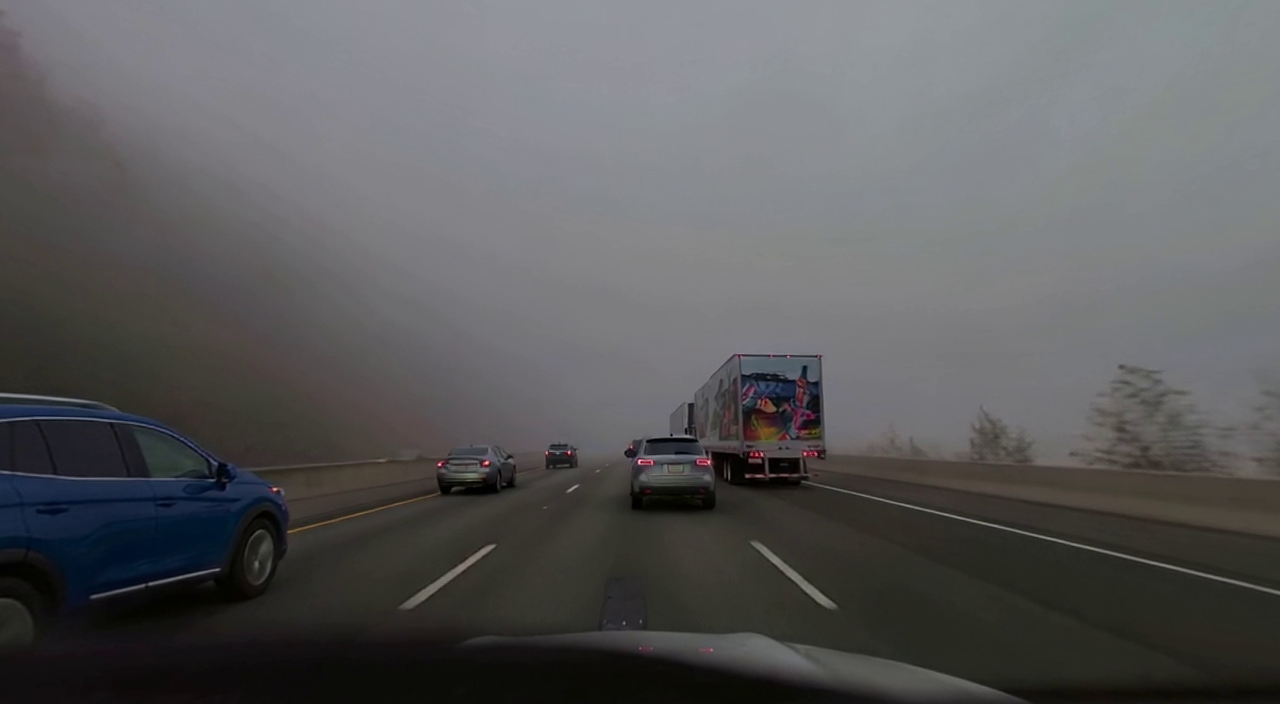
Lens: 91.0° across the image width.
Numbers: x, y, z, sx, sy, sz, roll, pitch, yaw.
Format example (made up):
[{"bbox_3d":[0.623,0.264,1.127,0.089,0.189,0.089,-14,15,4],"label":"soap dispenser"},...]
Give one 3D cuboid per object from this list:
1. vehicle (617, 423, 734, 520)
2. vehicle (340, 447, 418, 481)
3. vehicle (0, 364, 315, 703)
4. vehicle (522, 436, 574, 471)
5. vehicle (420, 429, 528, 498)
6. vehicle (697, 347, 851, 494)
[{"bbox_3d":[0.576,2.335,12.769,2.017,1.662,3.543,0,-8,-1],"label":"vehicle"},{"bbox_3d":[-12.654,5.425,30.864,1.950,1.467,4.419,0,-8,0],"label":"vehicle"},{"bbox_3d":[-4.097,0.997,3.697,1.983,1.666,4.452,0,-8,0],"label":"vehicle"},{"bbox_3d":[-4.721,5.258,32.908,2.014,1.683,4.275,0,-8,0],"label":"vehicle"},{"bbox_3d":[-4.360,2.973,17.135,1.905,1.642,3.803,0,-8,0],"label":"vehicle"},{"bbox_3d":[4.350,2.898,24.698,2.828,4.081,14.220,0,-8,0],"label":"vehicle"}]
